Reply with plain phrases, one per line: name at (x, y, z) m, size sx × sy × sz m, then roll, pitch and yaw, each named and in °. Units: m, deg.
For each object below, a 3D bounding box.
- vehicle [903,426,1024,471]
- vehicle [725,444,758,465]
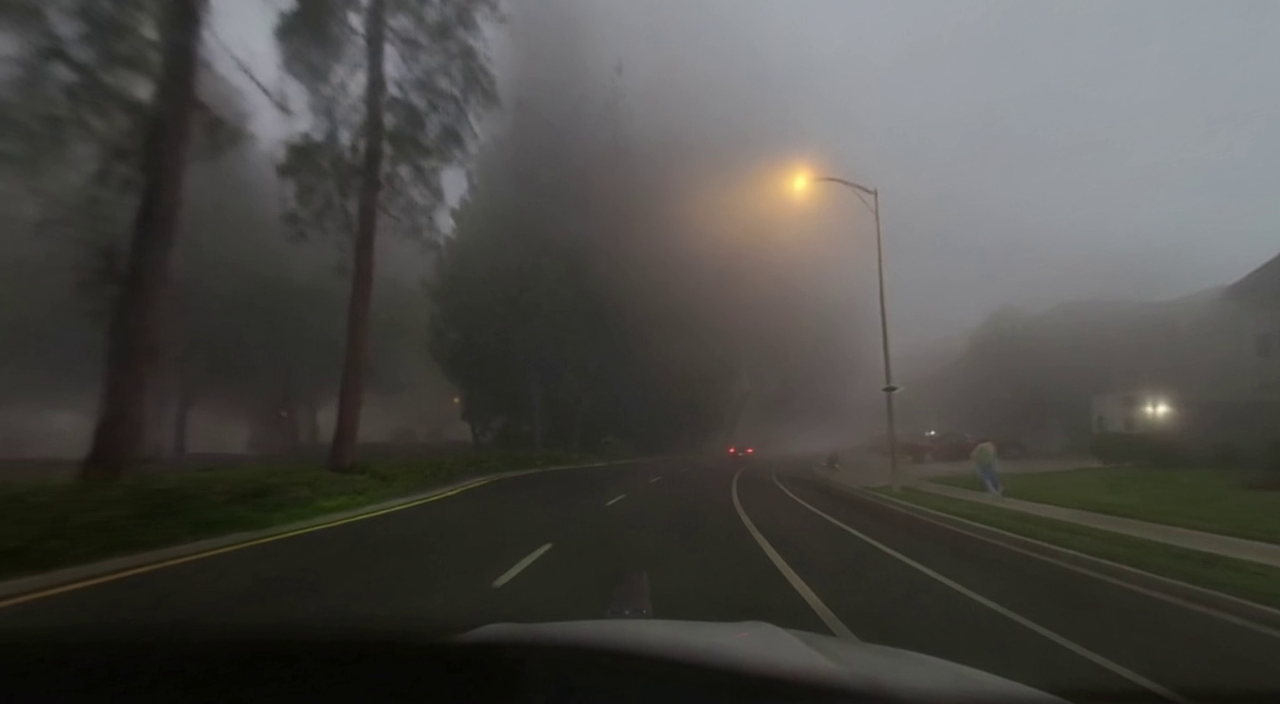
vehicle at (15.459, 4.625, 30.410) m, size 4.672 × 2.044 × 2.248 m, roll -2°, pitch -8°, yaw 12°
vehicle at (7.619, 7.622, 46.842) m, size 2.050 × 1.456 × 4.003 m, roll -2°, pitch -9°, yaw 14°
